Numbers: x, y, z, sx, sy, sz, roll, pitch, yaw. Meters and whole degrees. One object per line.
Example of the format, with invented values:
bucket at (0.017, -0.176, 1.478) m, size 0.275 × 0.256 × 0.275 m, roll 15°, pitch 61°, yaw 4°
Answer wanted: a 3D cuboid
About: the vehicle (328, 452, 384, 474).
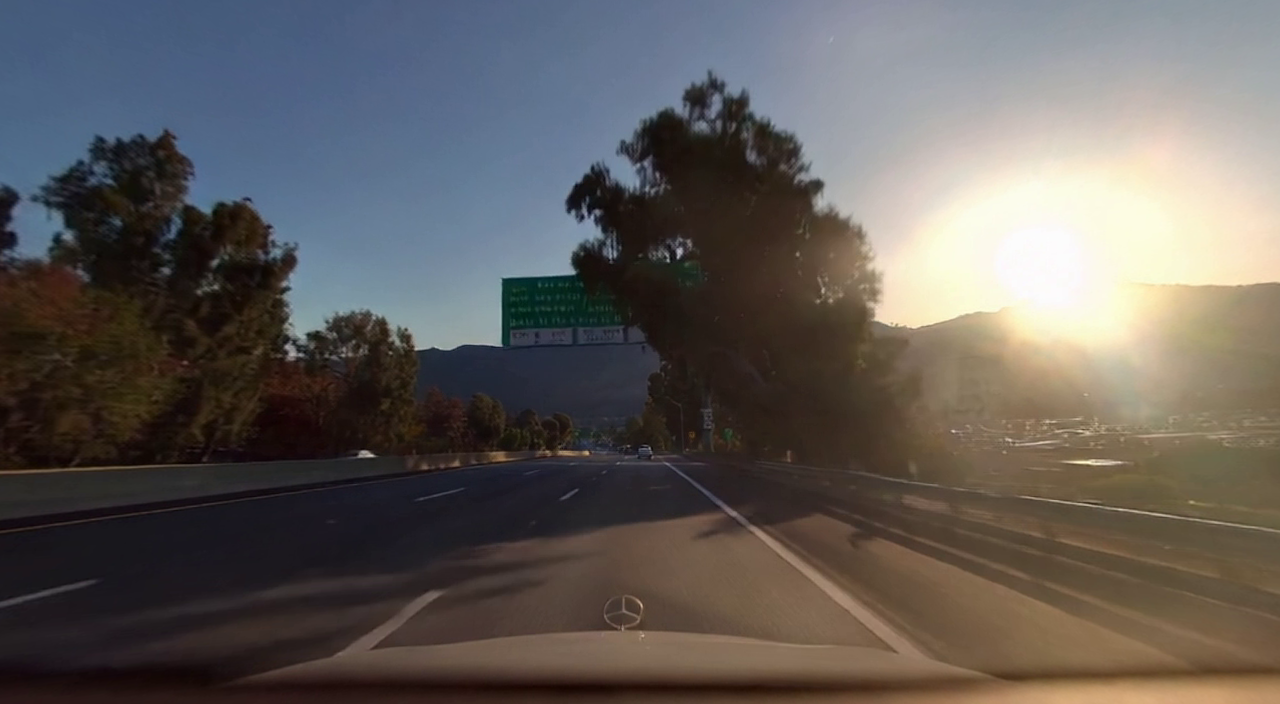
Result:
vehicle at (-20.831, 8.166, 46.611) m, size 1.922 × 1.499 × 4.595 m, roll 0°, pitch -9°, yaw 1°
